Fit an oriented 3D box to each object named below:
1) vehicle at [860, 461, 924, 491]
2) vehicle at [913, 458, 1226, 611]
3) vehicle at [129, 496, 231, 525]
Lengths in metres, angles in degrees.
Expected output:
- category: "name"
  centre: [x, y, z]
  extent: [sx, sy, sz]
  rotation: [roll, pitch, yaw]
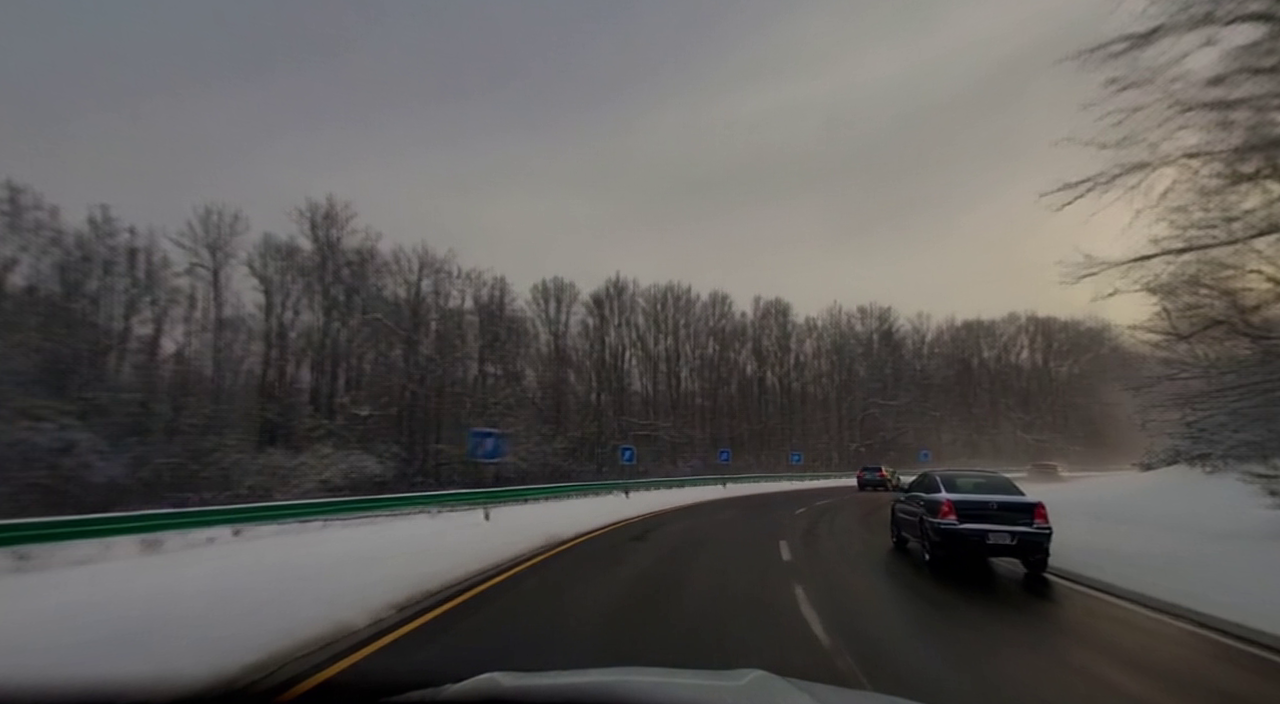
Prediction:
- category: "vehicle"
  centre: [13.748, 6.746, 34.267]
  extent: [1.992, 1.503, 3.793]
  rotation: [-8, -14, 40]
- category: "vehicle"
  centre: [5.600, 2.370, 9.046]
  extent: [2.023, 1.593, 4.105]
  rotation: [-1, -10, 8]
- category: "vehicle"
  centre: [-30.024, 10.343, 41.326]
  extent: [5.016, 1.655, 1.850]
  rotation: [6, -11, -26]
